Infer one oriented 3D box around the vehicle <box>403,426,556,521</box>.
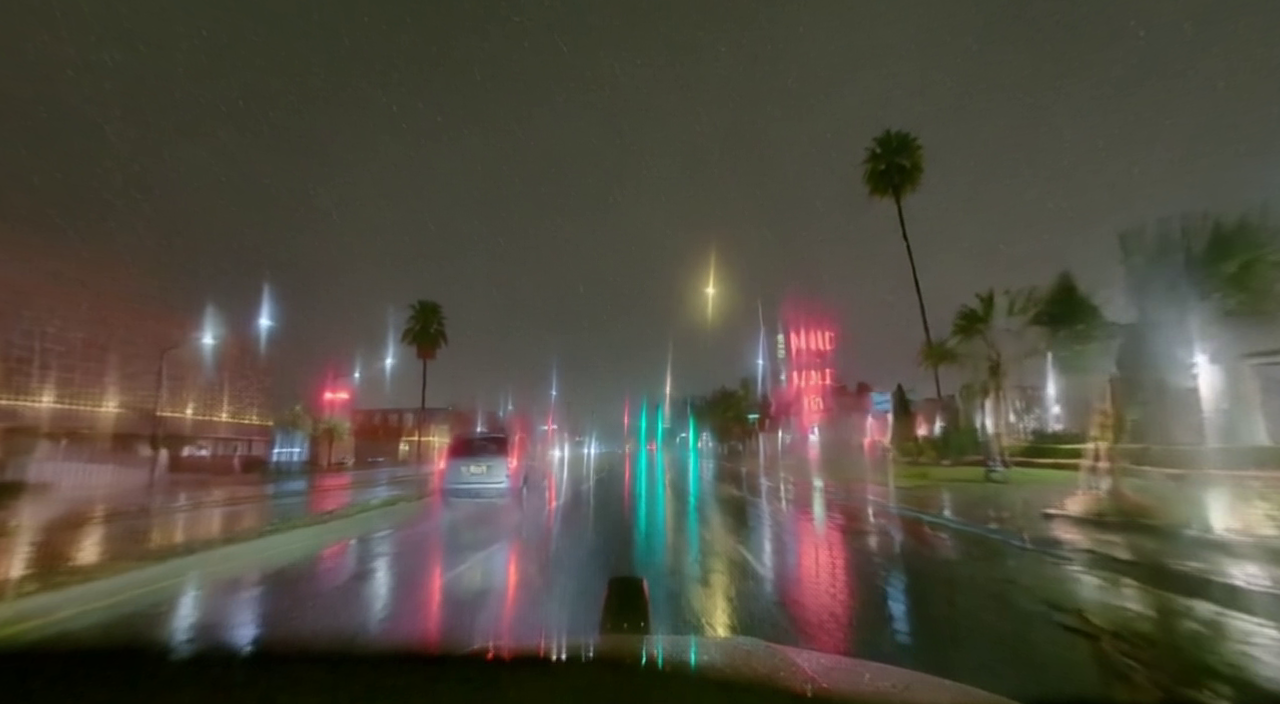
[{"bbox_3d":[-3.241,2.575,13.890,2.062,1.693,4.669,0,-9,1],"label":"vehicle"}]
